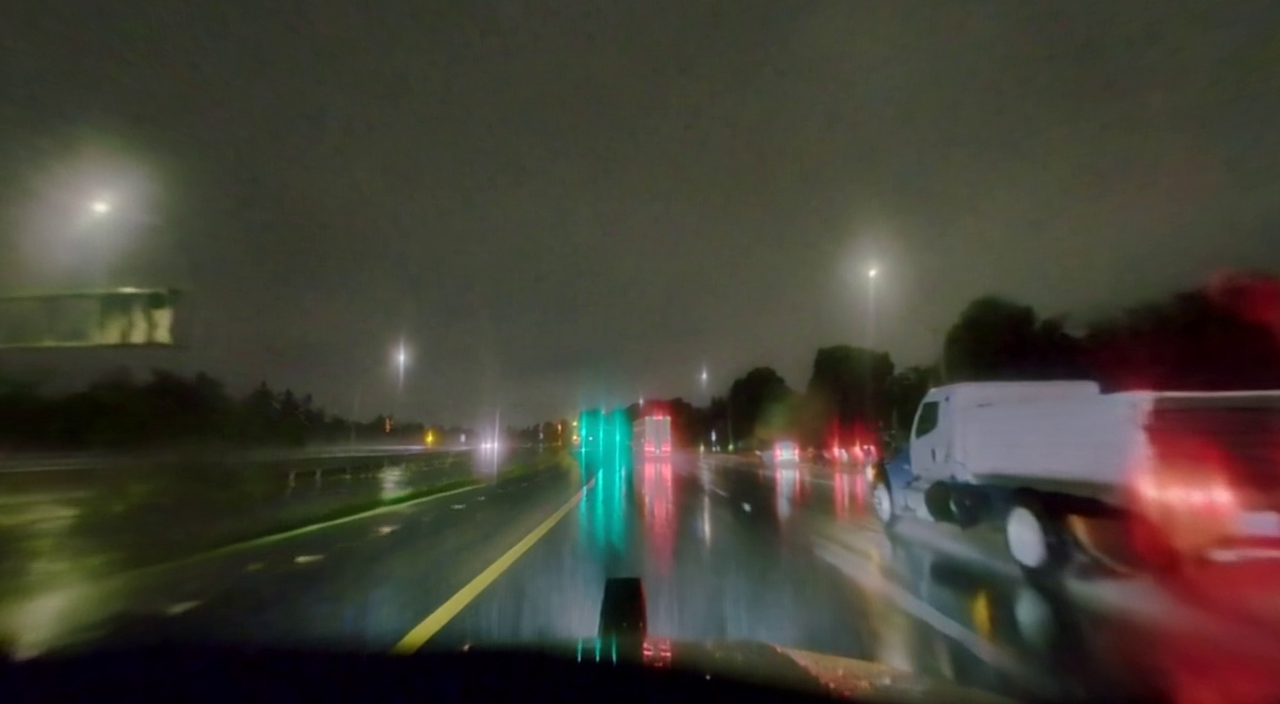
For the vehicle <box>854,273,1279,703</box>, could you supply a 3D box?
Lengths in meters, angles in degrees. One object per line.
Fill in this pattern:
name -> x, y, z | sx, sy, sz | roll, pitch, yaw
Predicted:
vehicle -> 4.010, 1.008, 5.357 | 2.383, 1.959, 5.669 | 0, -8, 0
